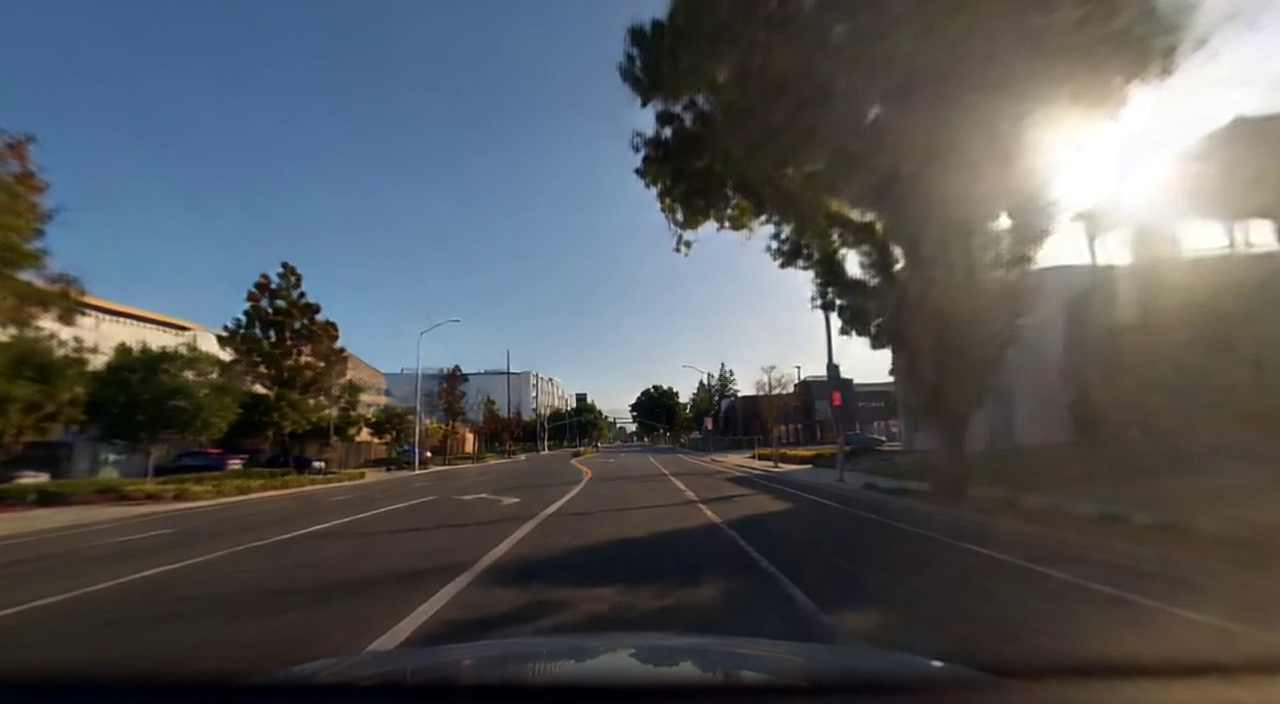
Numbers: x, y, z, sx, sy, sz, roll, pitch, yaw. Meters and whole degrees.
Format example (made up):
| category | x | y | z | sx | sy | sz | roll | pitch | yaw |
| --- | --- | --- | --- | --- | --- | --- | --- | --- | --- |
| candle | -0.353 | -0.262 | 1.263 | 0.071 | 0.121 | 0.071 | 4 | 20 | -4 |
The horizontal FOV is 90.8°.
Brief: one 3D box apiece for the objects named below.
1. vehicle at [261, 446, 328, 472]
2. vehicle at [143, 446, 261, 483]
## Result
| category | x | y | z | sx | sy | sz | roll | pitch | yaw |
| --- | --- | --- | --- | --- | --- | --- | --- | --- | --- |
| vehicle | -24.326 | 7.527 | 44.648 | 2.067 | 1.644 | 4.216 | 1 | -9 | 5 |
| vehicle | -23.274 | 5.973 | 33.715 | 4.794 | 1.869 | 2.060 | -1 | -8 | 3 |
